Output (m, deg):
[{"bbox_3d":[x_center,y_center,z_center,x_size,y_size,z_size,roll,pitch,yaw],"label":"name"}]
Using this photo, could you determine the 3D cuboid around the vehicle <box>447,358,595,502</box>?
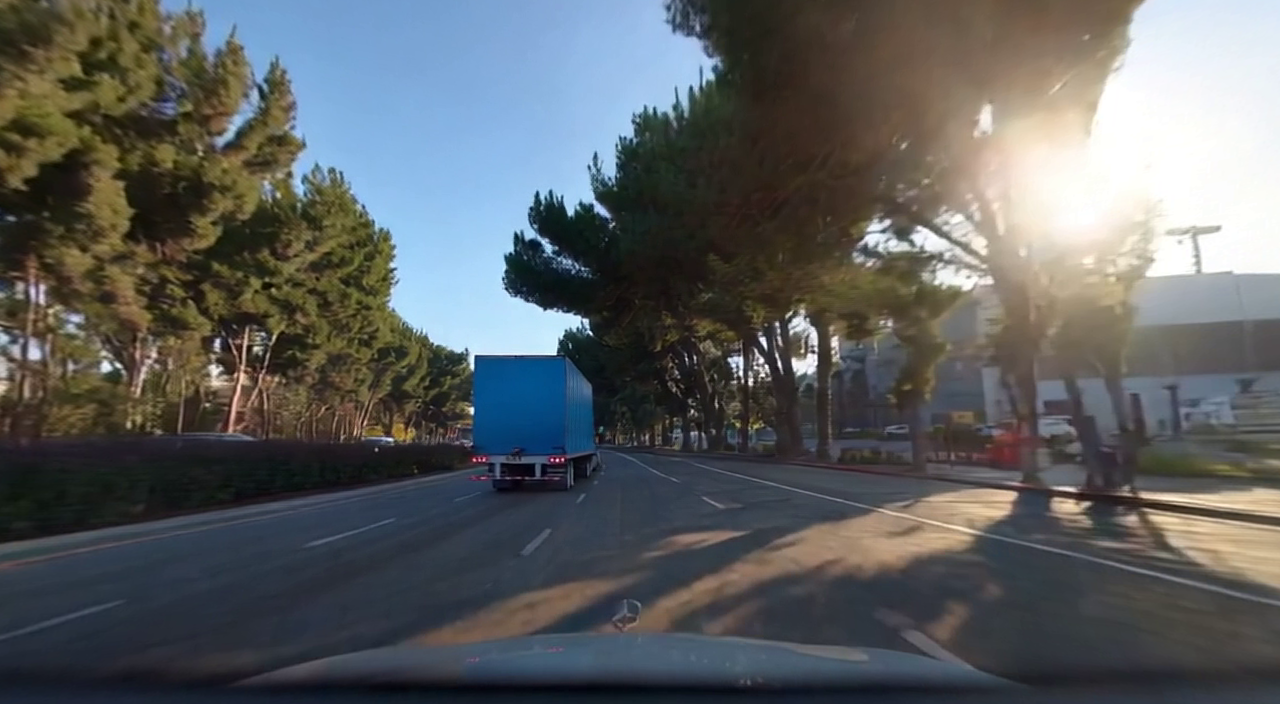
[{"bbox_3d":[-3.135,2.452,19.357,2.910,3.419,8.376,0,-8,0],"label":"vehicle"}]

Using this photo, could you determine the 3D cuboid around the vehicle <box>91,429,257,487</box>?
[{"bbox_3d":[-15.122,3.449,20.934,2.157,1.680,4.524,0,-8,-2],"label":"vehicle"}]
